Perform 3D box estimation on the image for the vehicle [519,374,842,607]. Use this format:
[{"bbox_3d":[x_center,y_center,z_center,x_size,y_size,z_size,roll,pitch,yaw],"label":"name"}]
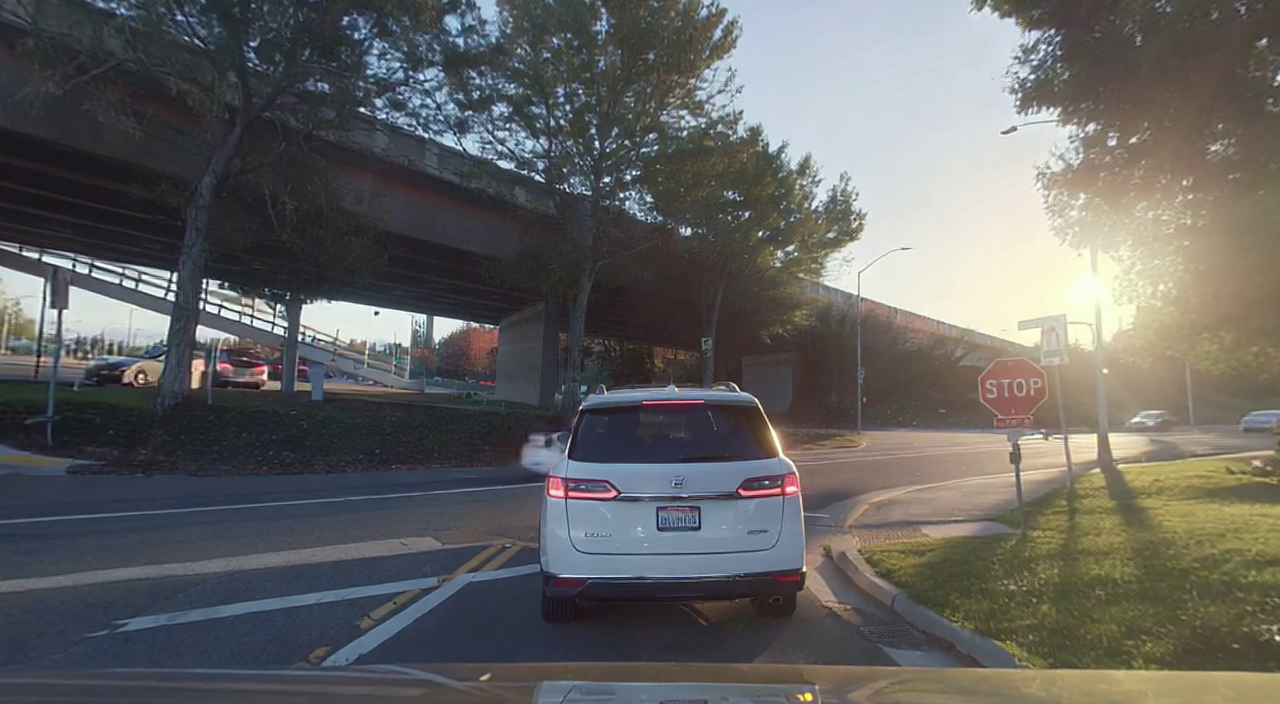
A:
[{"bbox_3d":[0.312,1.399,7.148,2.494,1.804,4.336,0,-9,0],"label":"vehicle"}]
